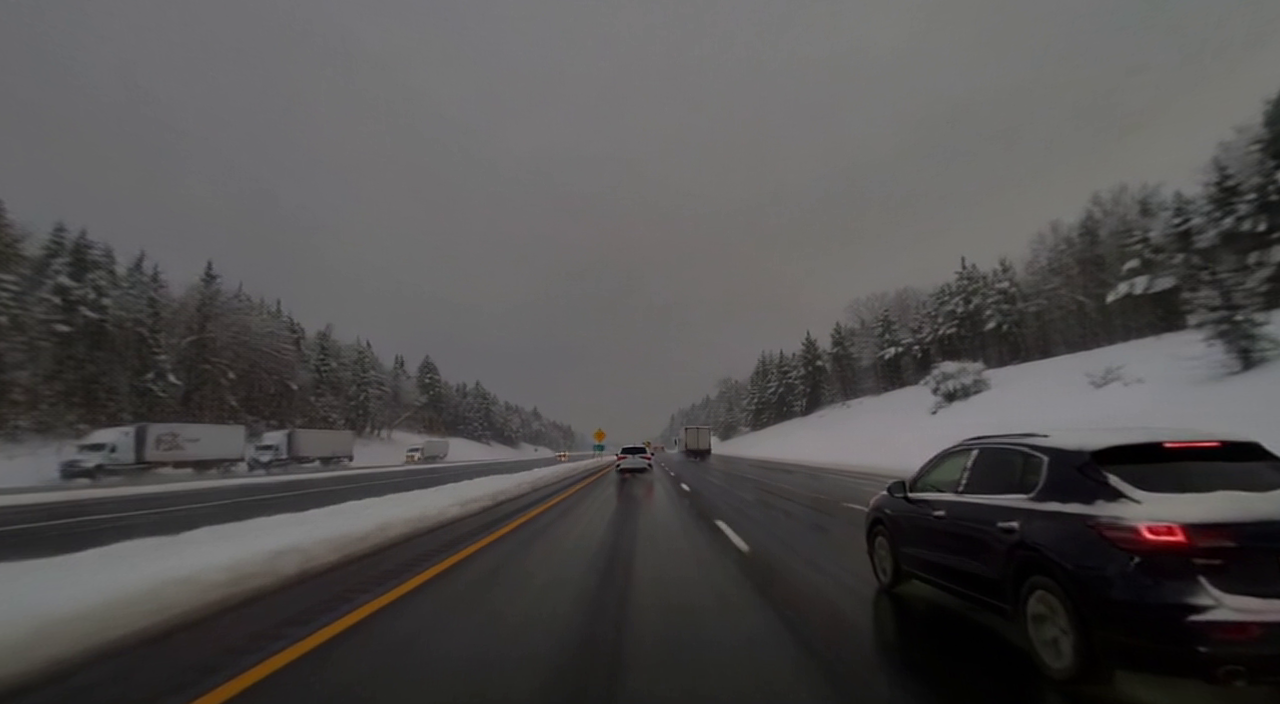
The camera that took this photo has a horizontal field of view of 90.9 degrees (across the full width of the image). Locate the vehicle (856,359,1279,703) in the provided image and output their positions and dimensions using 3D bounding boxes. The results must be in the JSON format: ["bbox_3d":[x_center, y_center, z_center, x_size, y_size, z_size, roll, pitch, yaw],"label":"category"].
[{"bbox_3d":[2.933,0.995,3.187,1.997,1.534,4.664,0,-9,0],"label":"vehicle"}]

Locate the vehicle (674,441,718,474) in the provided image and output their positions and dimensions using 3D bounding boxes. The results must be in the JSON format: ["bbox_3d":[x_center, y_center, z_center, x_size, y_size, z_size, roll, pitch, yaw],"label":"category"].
[{"bbox_3d":[3.109,5.972,35.773,2.048,1.704,4.284,0,-9,0],"label":"vehicle"}]

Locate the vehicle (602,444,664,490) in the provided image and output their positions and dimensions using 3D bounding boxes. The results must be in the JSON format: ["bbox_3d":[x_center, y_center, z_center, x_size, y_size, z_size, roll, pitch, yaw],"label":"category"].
[{"bbox_3d":[-0.240,4.007,22.220,1.970,1.441,3.846,0,-9,0],"label":"vehicle"}]

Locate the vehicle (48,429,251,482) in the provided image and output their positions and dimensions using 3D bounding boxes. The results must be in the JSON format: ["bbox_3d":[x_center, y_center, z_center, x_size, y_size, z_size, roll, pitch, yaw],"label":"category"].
[{"bbox_3d":[-35.956,7.508,47.840,2.901,3.250,16.142,-2,-7,-1],"label":"vehicle"}]
